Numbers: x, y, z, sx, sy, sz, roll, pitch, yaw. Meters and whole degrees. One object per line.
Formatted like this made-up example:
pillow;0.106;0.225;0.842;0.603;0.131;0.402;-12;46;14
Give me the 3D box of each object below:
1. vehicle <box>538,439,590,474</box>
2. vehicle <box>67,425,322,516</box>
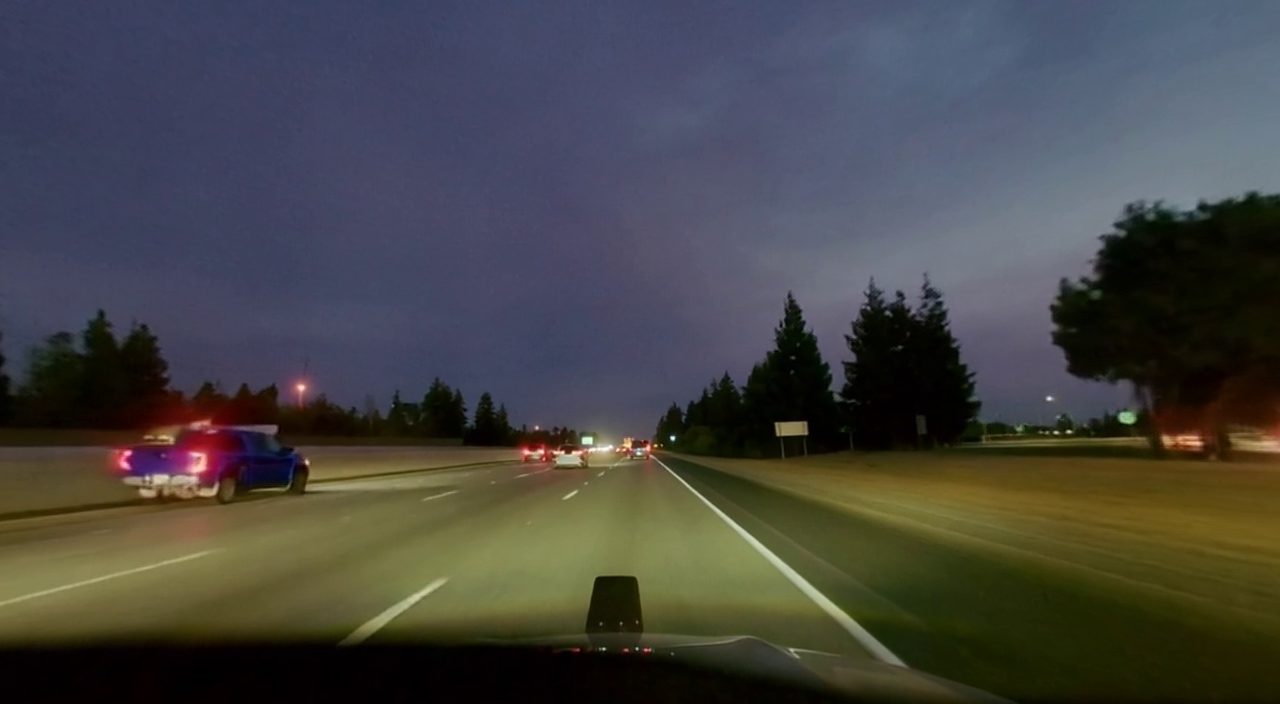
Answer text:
vehicle;-3.922;5.499;33.212;2.094;1.695;4.260;0;-9;1
vehicle;-10.149;2.751;15.168;2.146;1.764;5.510;0;-9;-1
